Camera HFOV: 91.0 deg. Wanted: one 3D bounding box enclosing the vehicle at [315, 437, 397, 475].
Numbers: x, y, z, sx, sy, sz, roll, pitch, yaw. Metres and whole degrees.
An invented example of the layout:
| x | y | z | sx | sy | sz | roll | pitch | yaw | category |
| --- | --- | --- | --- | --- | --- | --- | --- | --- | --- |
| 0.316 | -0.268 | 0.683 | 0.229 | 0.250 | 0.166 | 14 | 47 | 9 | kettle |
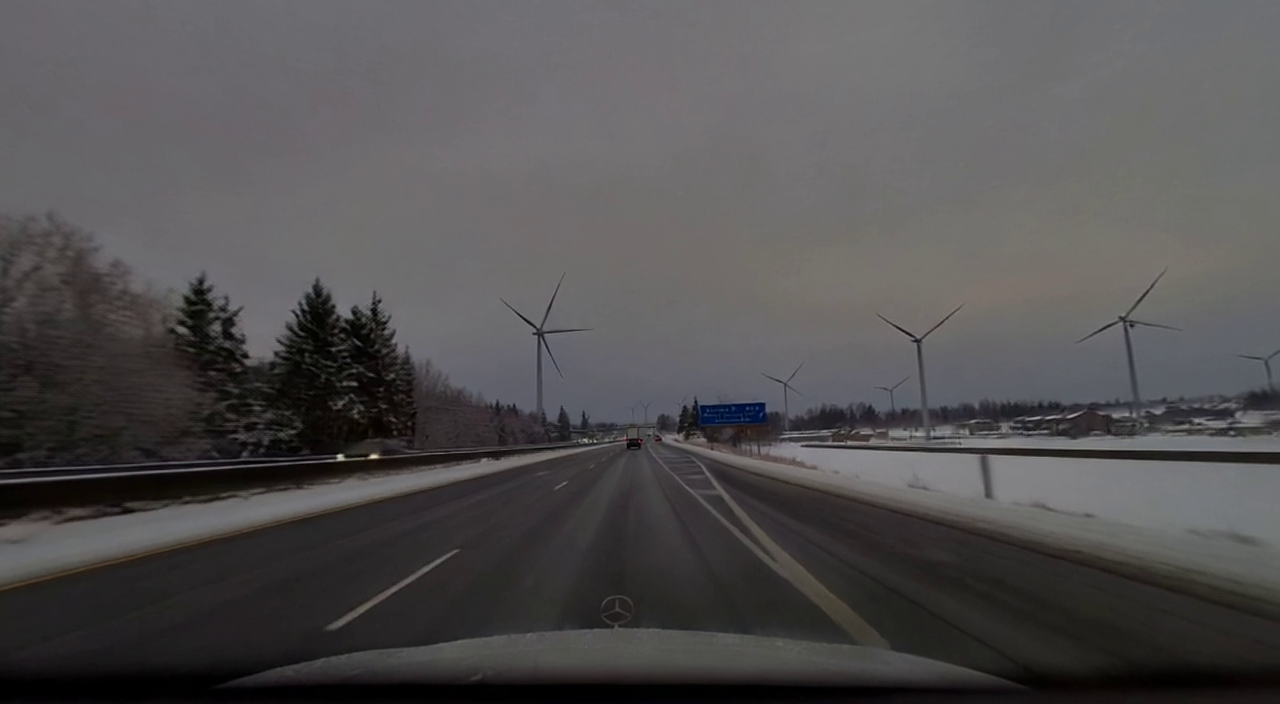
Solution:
| x | y | z | sx | sy | sz | roll | pitch | yaw | category |
| --- | --- | --- | --- | --- | --- | --- | --- | --- | --- |
| -13.360 | 4.910 | 29.903 | 1.953 | 1.654 | 4.122 | 0 | -8 | 0 | vehicle |
